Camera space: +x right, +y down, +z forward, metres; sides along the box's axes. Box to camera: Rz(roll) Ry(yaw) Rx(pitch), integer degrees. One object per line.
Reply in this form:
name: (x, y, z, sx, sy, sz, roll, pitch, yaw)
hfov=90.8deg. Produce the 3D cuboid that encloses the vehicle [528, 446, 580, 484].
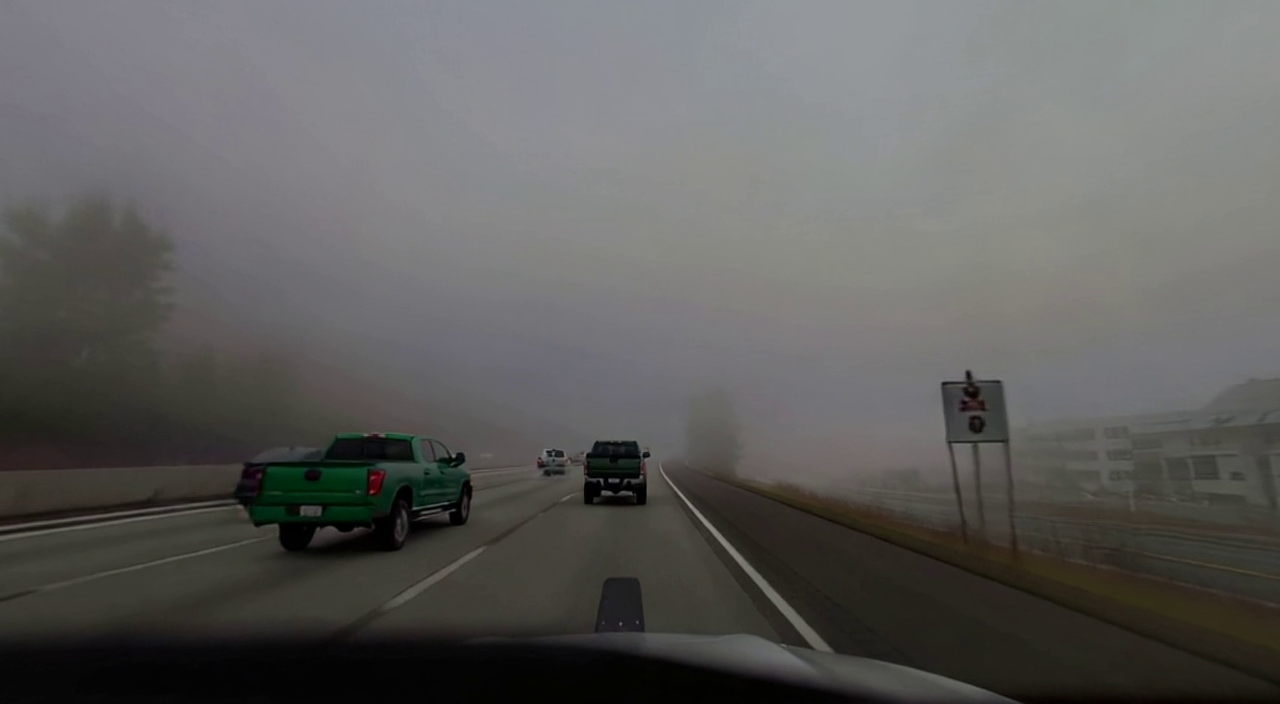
vehicle: (-4.361, 5.771, 32.659, 1.991, 1.776, 4.333, 0, -8, 1)

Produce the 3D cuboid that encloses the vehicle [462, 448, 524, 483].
vehicle: (-7.837, 6.074, 34.169, 2.115, 1.705, 4.843, 0, -8, 1)

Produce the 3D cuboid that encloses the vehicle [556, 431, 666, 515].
vehicle: (-0.566, 2.867, 15.474, 2.293, 1.753, 4.380, 0, -8, 1)

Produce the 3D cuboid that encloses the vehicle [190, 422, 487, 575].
vehicle: (-4.020, 2.031, 9.744, 2.038, 1.704, 5.181, 0, -8, 0)
